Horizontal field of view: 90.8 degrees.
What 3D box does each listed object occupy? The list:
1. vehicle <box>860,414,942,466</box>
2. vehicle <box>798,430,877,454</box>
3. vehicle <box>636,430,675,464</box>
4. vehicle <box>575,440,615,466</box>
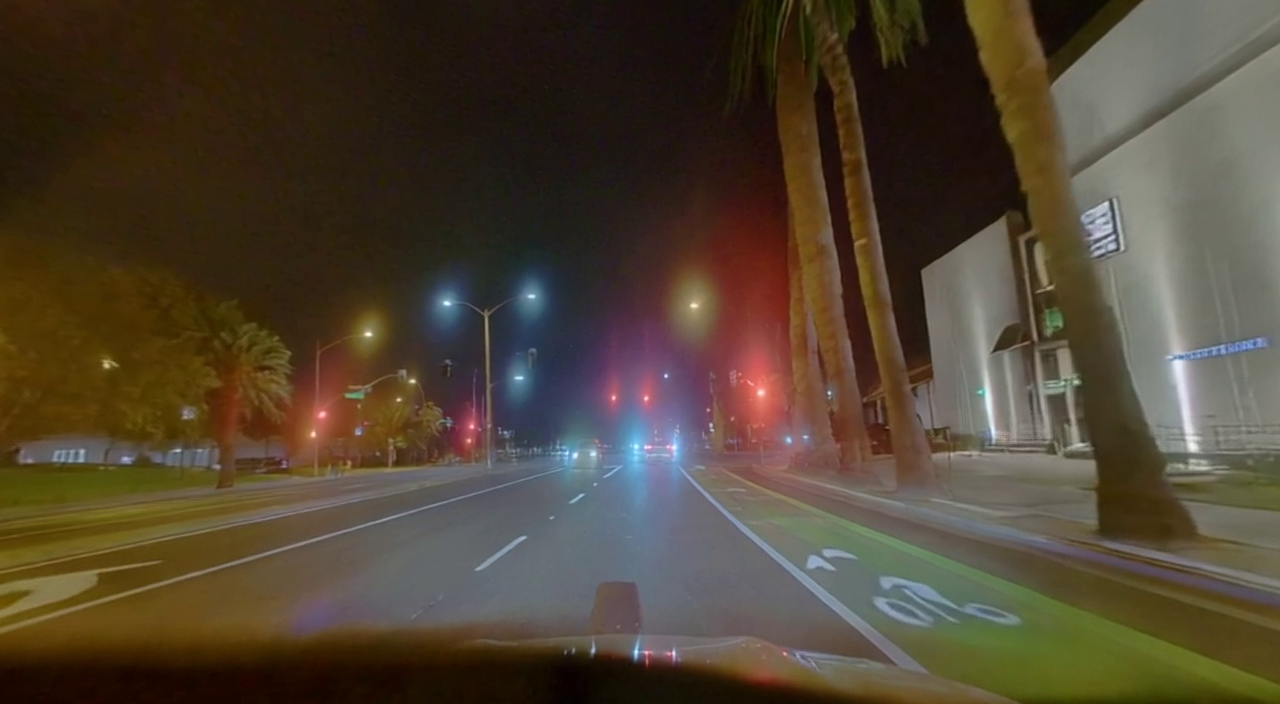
[{"bbox_3d":[11.928,4.100,29.296,1.996,2.172,5.298,-1,-8,6],"label":"vehicle"},{"bbox_3d":[13.458,6.151,43.264,4.685,1.554,2.019,-1,-8,2],"label":"vehicle"},{"bbox_3d":[0.924,5.739,38.166,2.206,1.922,4.262,0,-8,1],"label":"vehicle"},{"bbox_3d":[-2.588,5.964,37.467,1.969,1.481,3.868,-1,-8,2],"label":"vehicle"}]
